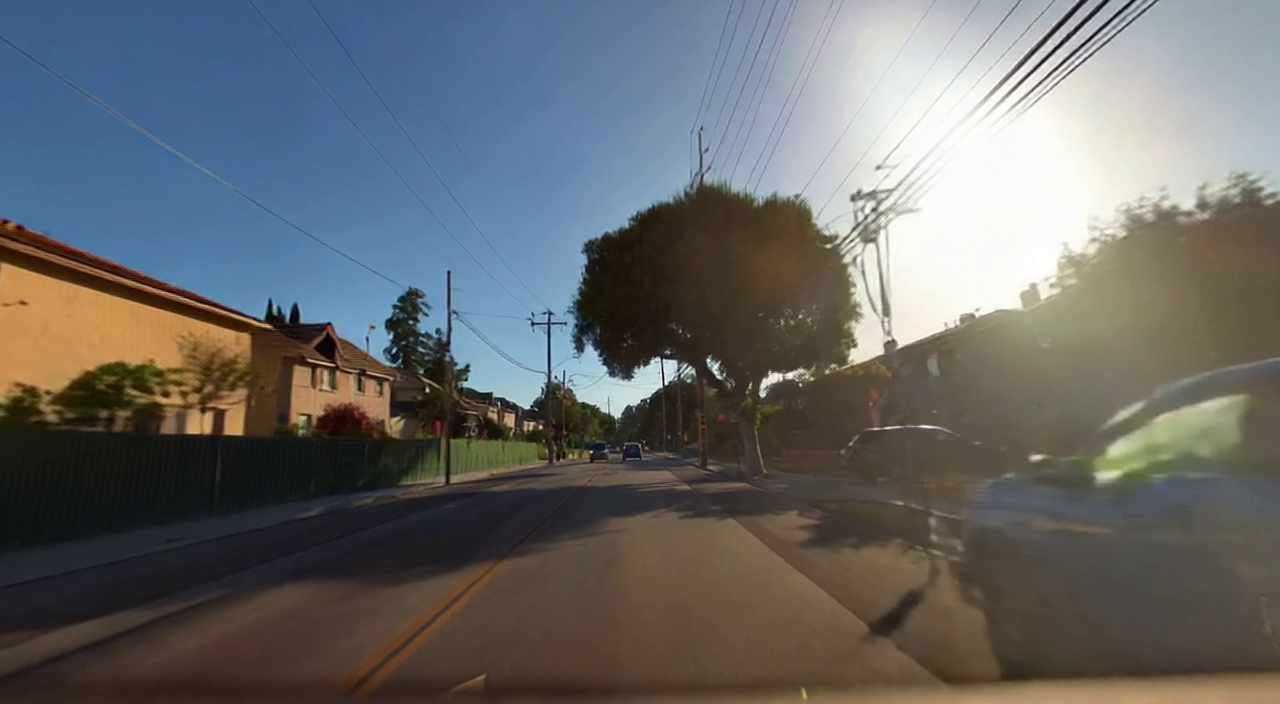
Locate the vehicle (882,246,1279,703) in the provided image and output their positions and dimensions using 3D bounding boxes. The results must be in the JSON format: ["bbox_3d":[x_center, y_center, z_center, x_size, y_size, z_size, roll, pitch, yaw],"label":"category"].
[{"bbox_3d":[3.021,0.715,1.887,2.278,1.933,5.860,3,-8,-1],"label":"vehicle"}]
